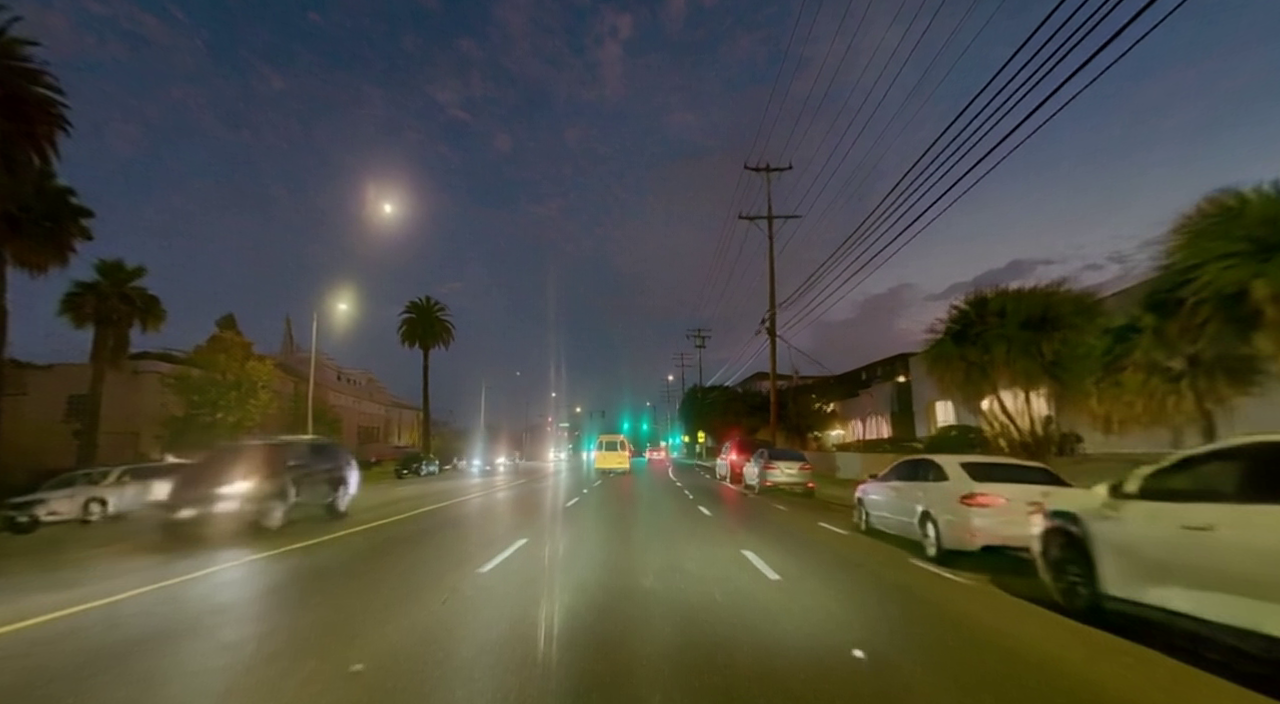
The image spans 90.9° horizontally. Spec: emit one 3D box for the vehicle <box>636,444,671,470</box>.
[{"bbox_3d":[0.890,6.555,39.414,2.063,1.495,3.849,0,-9,2],"label":"vehicle"}]

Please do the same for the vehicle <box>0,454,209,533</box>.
[{"bbox_3d":[-14.178,3.678,16.988,2.041,1.643,4.665,-5,-9,-3],"label":"vehicle"}]

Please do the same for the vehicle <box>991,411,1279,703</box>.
[{"bbox_3d":[4.144,1.116,3.458,1.946,1.530,4.240,0,-9,0],"label":"vehicle"}]

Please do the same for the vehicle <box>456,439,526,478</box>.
[{"bbox_3d":[-8.532,6.158,36.694,2.653,1.964,5.699,-3,-9,0],"label":"vehicle"}]

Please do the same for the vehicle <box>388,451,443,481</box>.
[{"bbox_3d":[-15.255,7.739,43.044,1.993,1.639,5.065,-5,-8,-2],"label":"vehicle"}]

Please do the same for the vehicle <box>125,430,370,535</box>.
[{"bbox_3d":[-7.887,2.650,13.448,2.096,1.798,4.831,0,-9,0],"label":"vehicle"}]

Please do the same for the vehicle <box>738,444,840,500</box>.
[{"bbox_3d":[4.304,3.534,19.029,1.838,1.458,4.750,0,-9,-1],"label":"vehicle"}]

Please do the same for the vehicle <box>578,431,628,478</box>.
[{"bbox_3d":[-1.679,4.834,29.912,2.168,2.040,4.527,0,-9,-2],"label":"vehicle"}]
